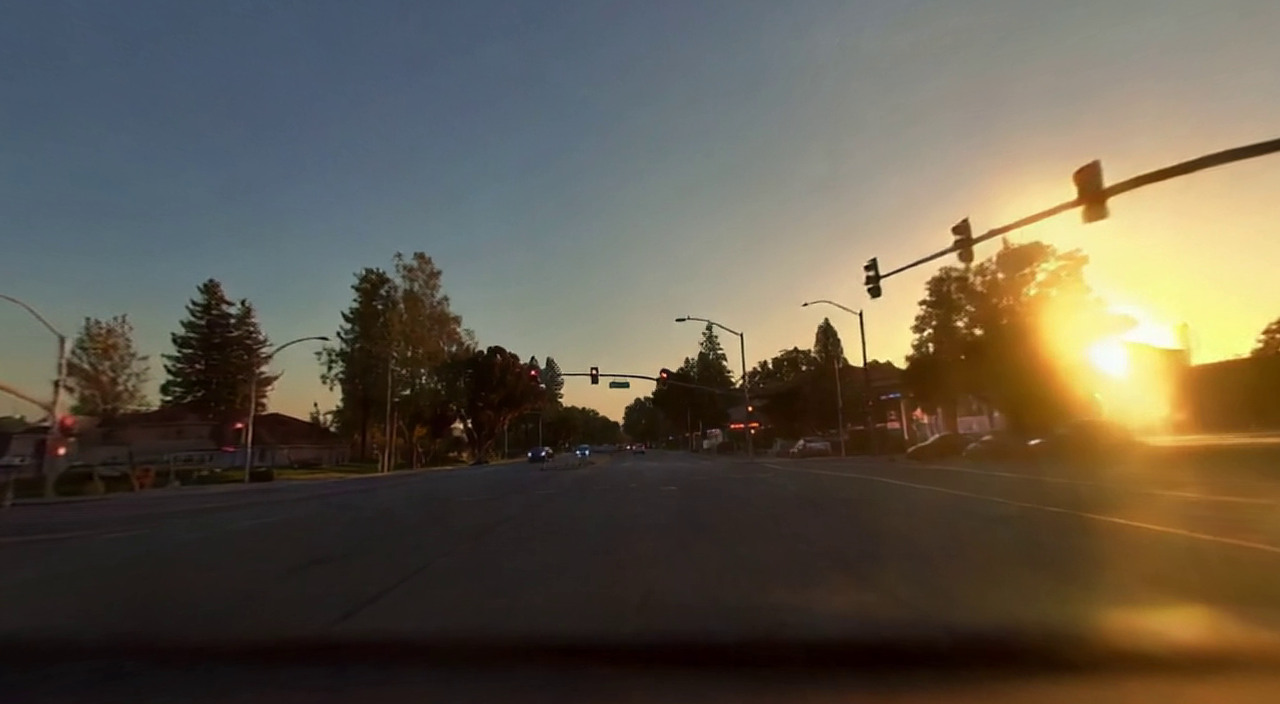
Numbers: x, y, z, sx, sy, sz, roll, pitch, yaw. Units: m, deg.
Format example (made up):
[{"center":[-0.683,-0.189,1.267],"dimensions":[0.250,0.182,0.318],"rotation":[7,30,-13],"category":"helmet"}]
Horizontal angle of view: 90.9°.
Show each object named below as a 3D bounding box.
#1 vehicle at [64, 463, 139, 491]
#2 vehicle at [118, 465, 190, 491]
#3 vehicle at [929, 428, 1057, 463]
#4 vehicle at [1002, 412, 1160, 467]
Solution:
[{"center":[-40.826,9.437,47.882],"dimensions":[1.887,1.769,4.326],"rotation":[-1,-7,0],"category":"vehicle"},{"center":[-37.782,9.784,49.115],"dimensions":[1.959,1.633,4.579],"rotation":[-4,-9,1],"category":"vehicle"},{"center":[15.749,4.187,28.287],"dimensions":[4.582,1.436,2.073],"rotation":[0,-9,-7],"category":"vehicle"},{"center":[17.611,3.515,25.327],"dimensions":[4.721,1.637,2.256],"rotation":[-5,-8,-8],"category":"vehicle"}]
